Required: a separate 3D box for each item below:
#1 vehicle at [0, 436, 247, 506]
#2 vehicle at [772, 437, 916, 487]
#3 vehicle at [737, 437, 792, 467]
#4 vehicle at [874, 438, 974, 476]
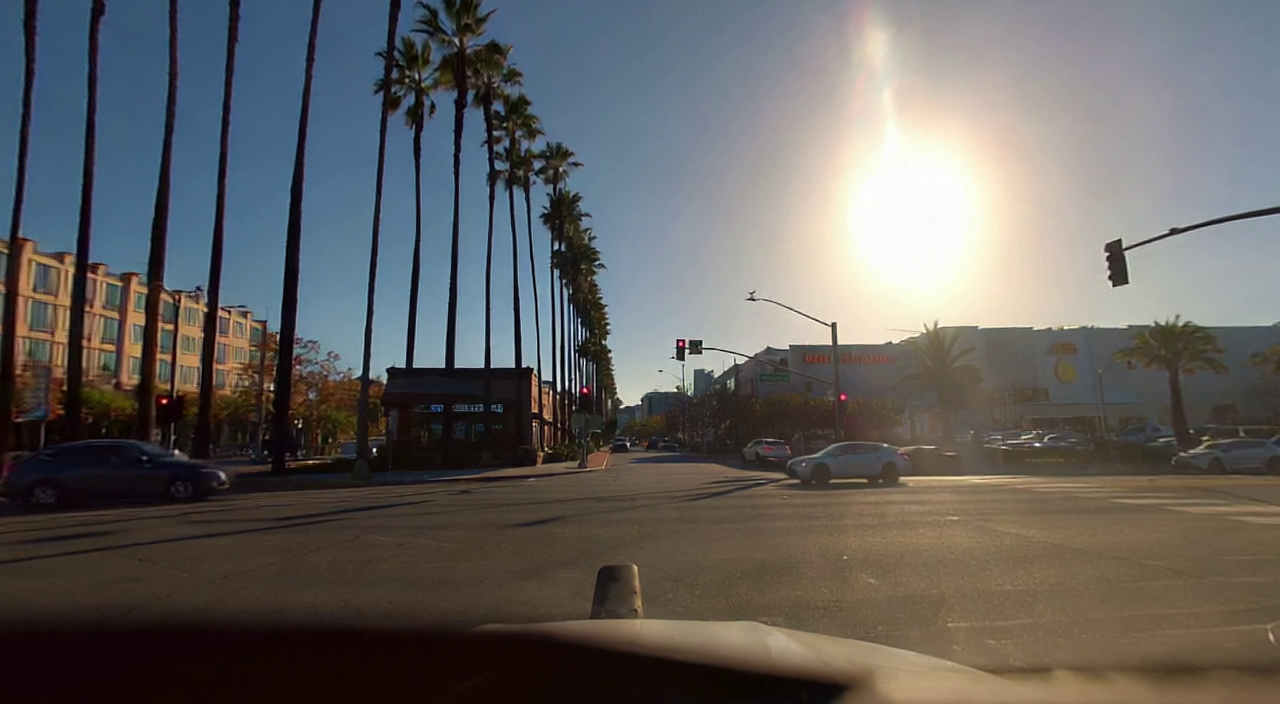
[{"bbox_3d":[-13.472,3.101,16.794,4.603,1.653,1.999,3,-9,-19],"label":"vehicle"},{"bbox_3d":[6.570,3.539,20.449,4.035,1.512,1.828,2,-9,-15],"label":"vehicle"},{"bbox_3d":[7.116,5.770,36.478,1.867,1.653,4.596,1,-9,-6],"label":"vehicle"},{"bbox_3d":[12.762,4.700,28.305,3.826,1.572,1.890,-5,-10,31],"label":"vehicle"}]
